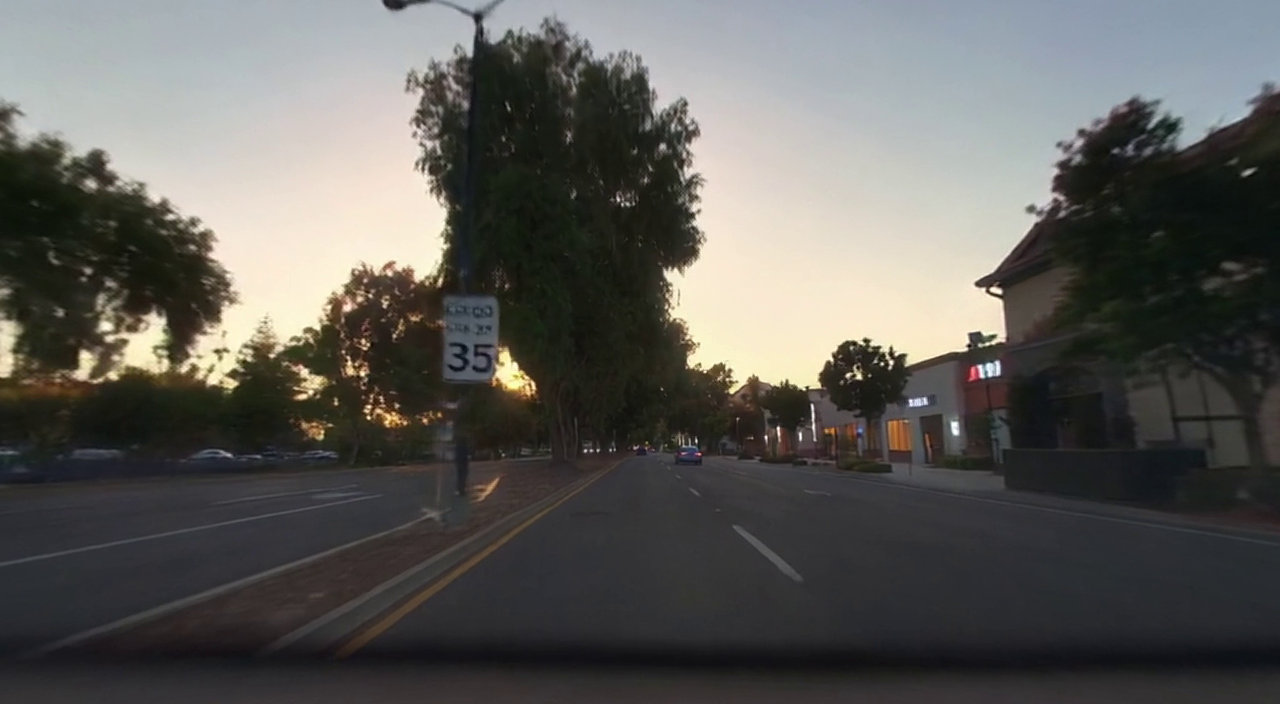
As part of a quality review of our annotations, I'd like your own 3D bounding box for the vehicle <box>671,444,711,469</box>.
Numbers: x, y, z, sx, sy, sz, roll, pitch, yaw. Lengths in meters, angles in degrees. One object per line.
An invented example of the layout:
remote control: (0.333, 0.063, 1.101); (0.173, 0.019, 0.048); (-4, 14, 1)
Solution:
vehicle: (3.117, 6.549, 39.683); (2.015, 1.479, 4.444); (0, -8, -2)
